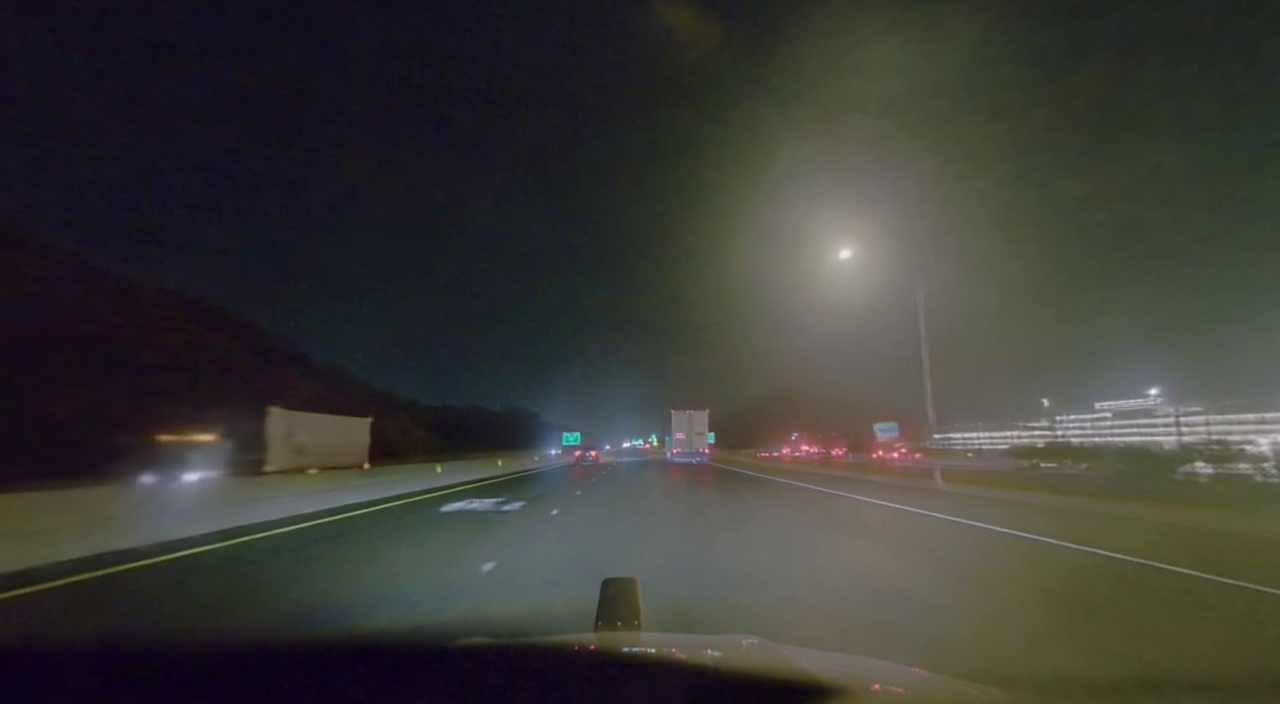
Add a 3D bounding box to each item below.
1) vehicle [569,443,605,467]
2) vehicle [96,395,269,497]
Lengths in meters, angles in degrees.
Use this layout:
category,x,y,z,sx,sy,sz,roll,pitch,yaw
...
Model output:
category,x,y,z,sx,sy,sz,roll,pitch,yaw
vehicle,-3.598,7.060,43.309,2.100,1.525,4.179,0,-9,0
vehicle,-19.979,4.185,28.043,3.041,4.017,5.863,0,-9,0
